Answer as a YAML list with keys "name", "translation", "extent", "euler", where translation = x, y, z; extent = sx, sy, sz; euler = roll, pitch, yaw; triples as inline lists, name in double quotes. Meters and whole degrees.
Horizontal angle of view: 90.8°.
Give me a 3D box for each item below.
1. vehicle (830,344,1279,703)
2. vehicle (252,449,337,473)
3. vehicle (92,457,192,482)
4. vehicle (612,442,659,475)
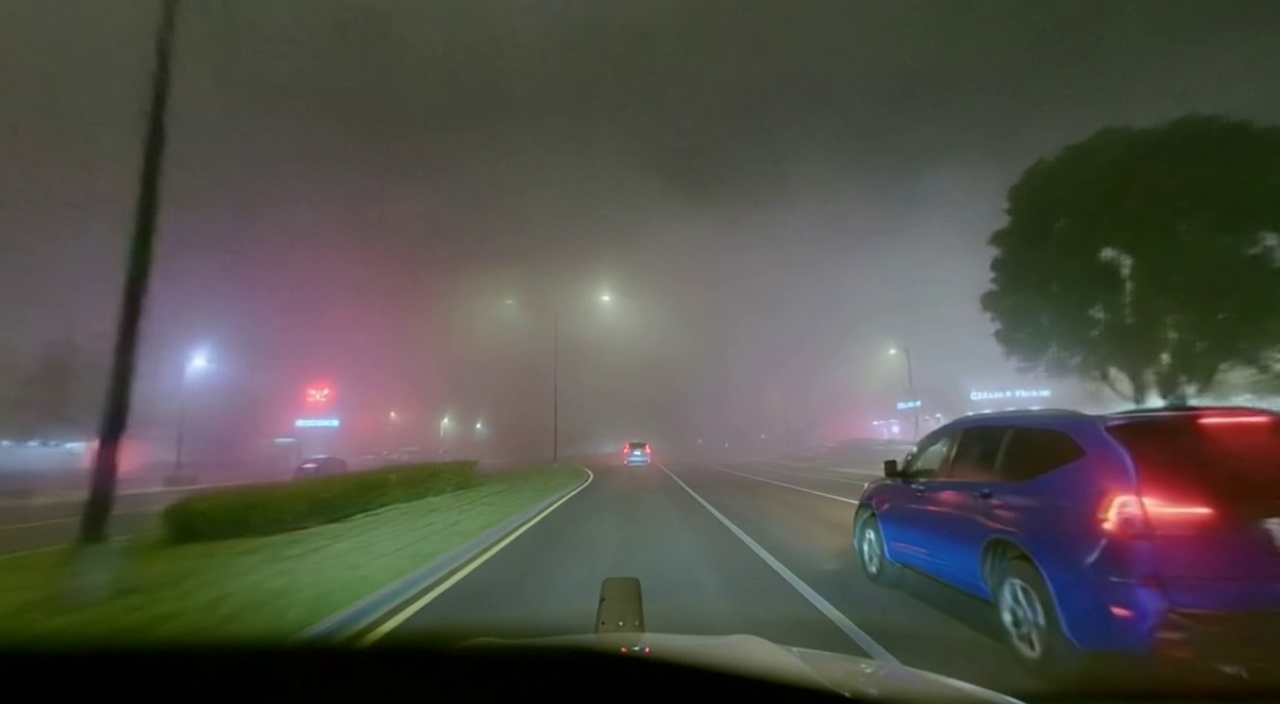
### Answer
- name: "vehicle"
  translation: [3.218, 1.132, 4.713]
  extent: [2.110, 1.698, 4.397]
  euler: [0, -9, -2]
- name: "vehicle"
  translation: [-23.354, 7.361, 42.819]
  extent: [4.625, 1.516, 2.007]
  euler: [0, -8, 2]
- name: "vehicle"
  translation: [-32.510, 7.666, 41.432]
  extent: [4.741, 1.442, 1.957]
  euler: [4, -10, -27]
- name: "vehicle"
  translation: [-0.233, 5.104, 30.579]
  extent: [2.126, 1.475, 3.967]
  euler: [0, -8, -1]
